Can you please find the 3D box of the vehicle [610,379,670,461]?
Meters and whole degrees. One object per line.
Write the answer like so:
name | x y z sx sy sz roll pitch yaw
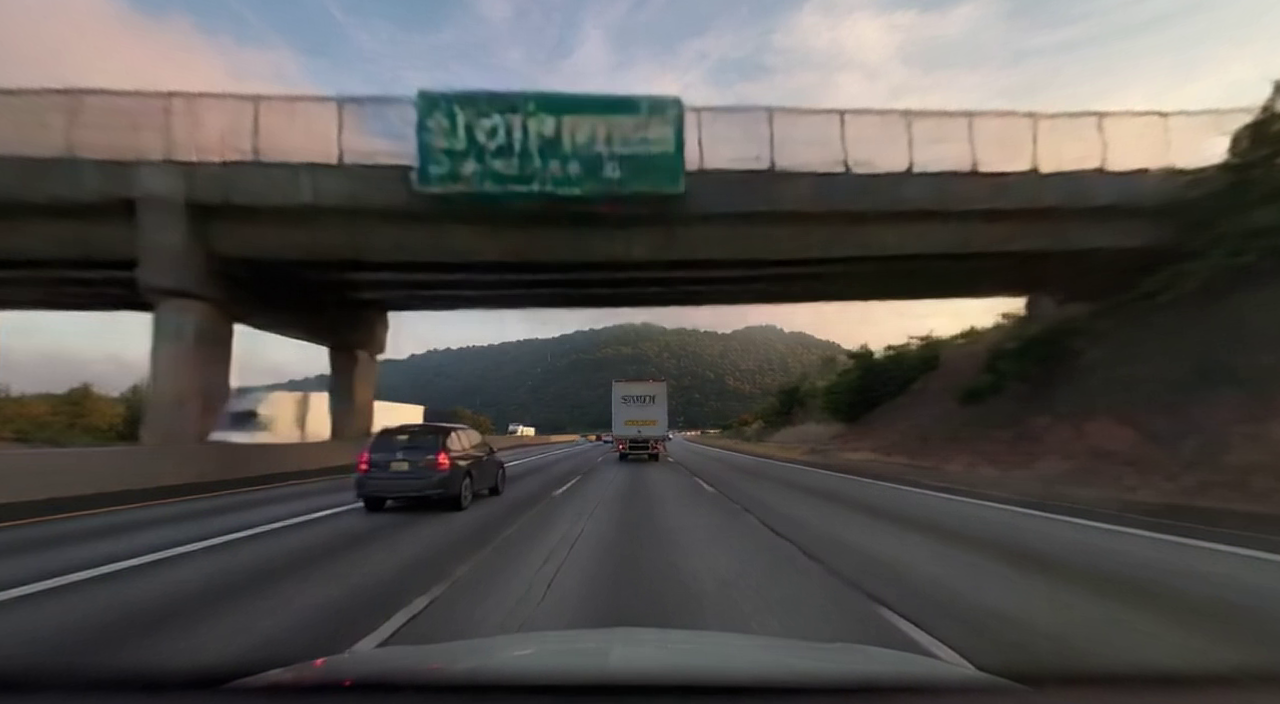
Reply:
vehicle | -0.123 4.105 36.865 2.906 3.990 12.551 0 -8 -1

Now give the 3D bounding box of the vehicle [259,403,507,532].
vehicle | -3.911 1.843 10.817 2.167 1.686 4.946 0 -8 0
